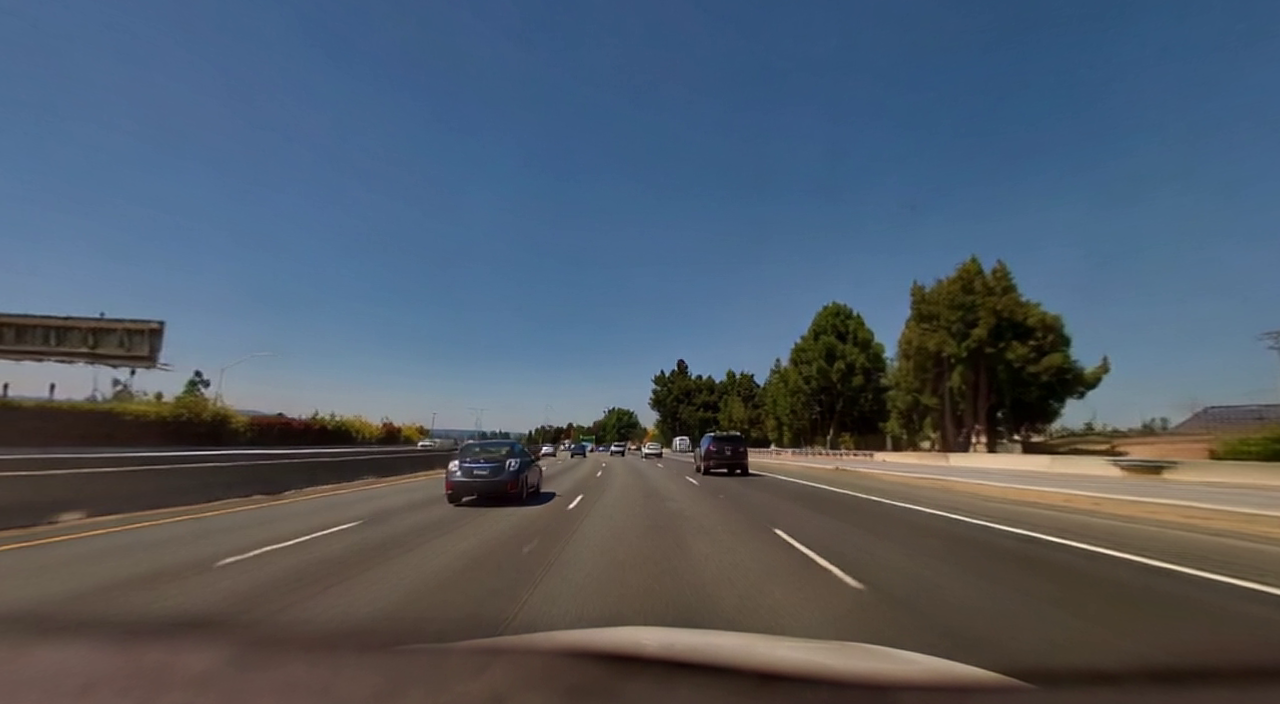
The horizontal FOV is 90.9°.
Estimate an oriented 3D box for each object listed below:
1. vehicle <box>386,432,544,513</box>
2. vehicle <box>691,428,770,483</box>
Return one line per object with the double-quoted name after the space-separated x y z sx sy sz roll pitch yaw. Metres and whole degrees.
-3.659 2.645 14.323 2.183 1.486 4.848 0 -9 0 "vehicle"
3.152 3.731 22.853 2.043 1.795 4.347 0 -9 -2 "vehicle"
